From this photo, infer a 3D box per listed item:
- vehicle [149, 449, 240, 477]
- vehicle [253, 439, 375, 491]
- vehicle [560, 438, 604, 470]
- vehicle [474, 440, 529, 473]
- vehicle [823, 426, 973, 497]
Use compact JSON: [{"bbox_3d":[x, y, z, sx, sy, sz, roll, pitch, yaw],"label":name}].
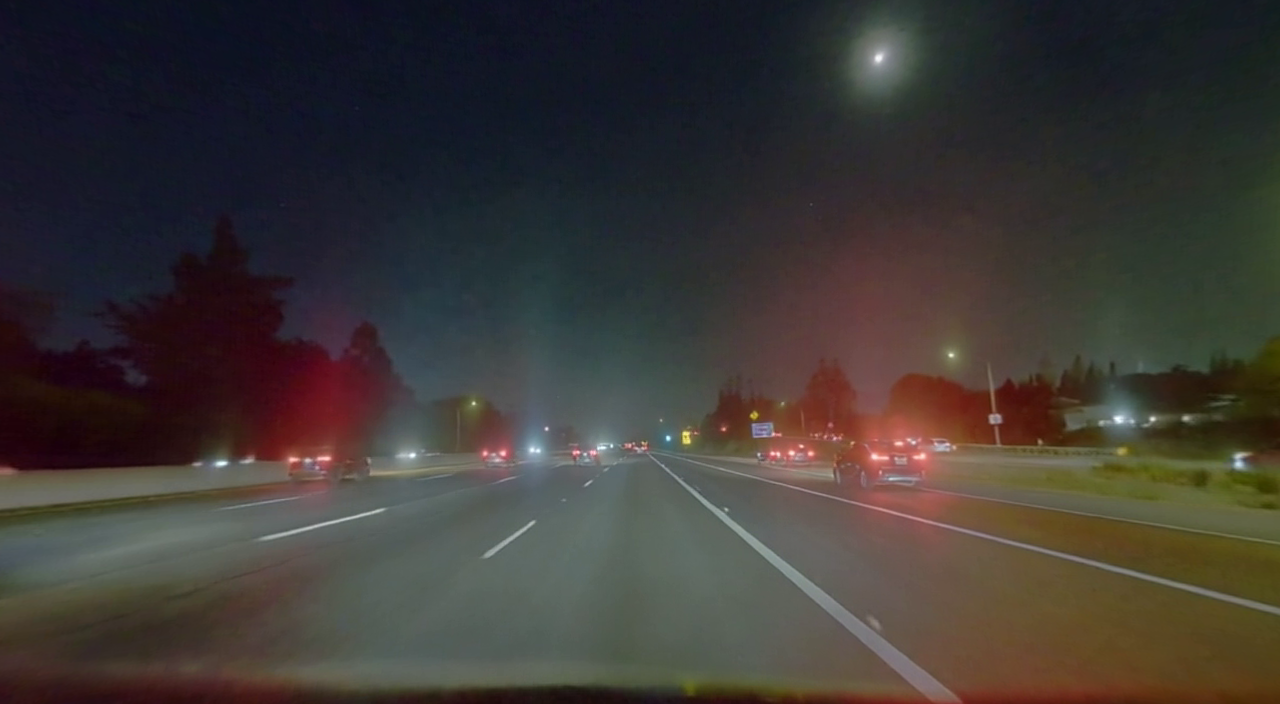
[{"bbox_3d":[-33.085,8.222,47.059,2.317,1.870,6.230,0,-9,0],"label":"vehicle"},{"bbox_3d":[-11.280,3.940,22.210,1.958,1.633,4.302,0,-9,0],"label":"vehicle"},{"bbox_3d":[-3.739,6.692,41.484,2.288,1.962,5.119,0,-9,1],"label":"vehicle"},{"bbox_3d":[-7.779,5.923,35.832,2.087,1.755,4.457,0,-9,0],"label":"vehicle"},{"bbox_3d":[7.369,3.197,18.708,2.259,1.816,4.862,0,-9,-2],"label":"vehicle"}]
